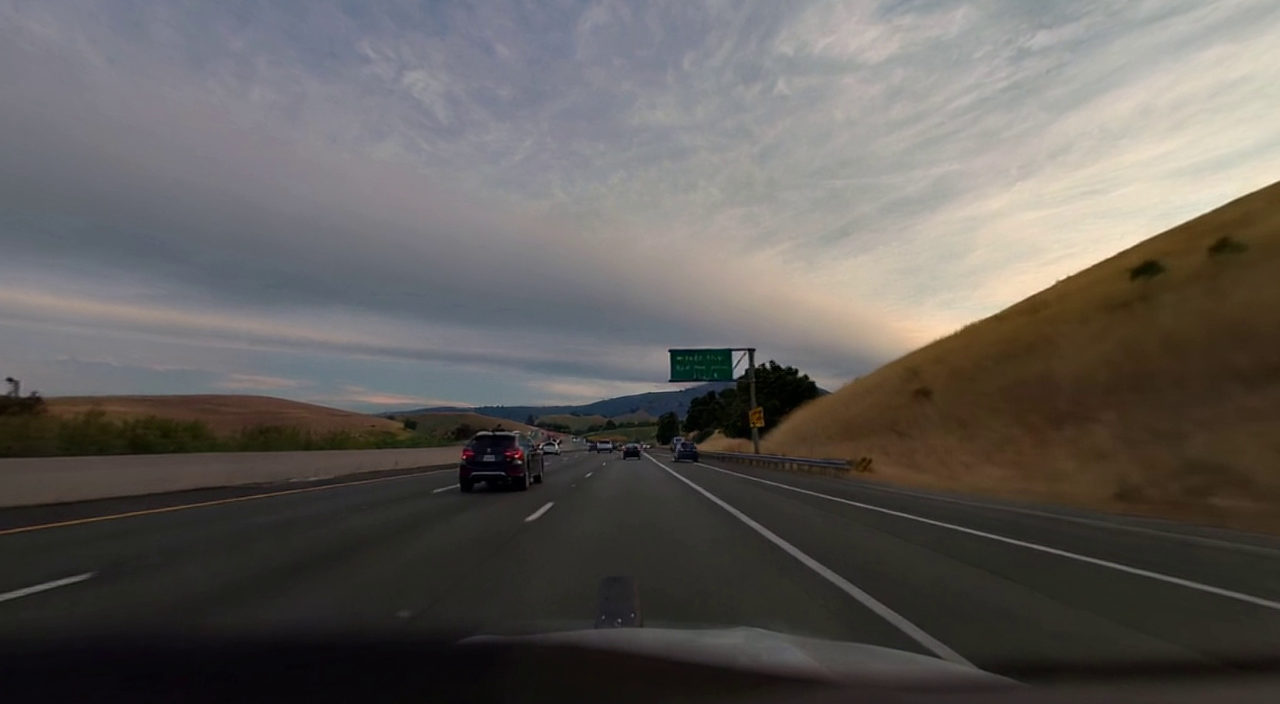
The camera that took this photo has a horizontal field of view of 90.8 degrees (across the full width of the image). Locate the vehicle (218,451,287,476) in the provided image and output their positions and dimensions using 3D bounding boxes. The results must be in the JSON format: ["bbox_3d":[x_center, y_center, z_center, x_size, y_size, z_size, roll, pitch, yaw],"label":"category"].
[{"bbox_3d":[-25.507,7.339,41.796,1.761,1.453,4.415,0,-8,1],"label":"vehicle"}]

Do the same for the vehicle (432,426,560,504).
[{"bbox_3d":[-3.478,2.846,16.303,2.166,1.700,4.661,0,-8,0],"label":"vehicle"}]

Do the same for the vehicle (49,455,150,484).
[{"bbox_3d":[-30.342,6.570,35.654,1.904,1.463,4.422,0,-8,-2],"label":"vehicle"}]

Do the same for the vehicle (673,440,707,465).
[{"bbox_3d":[3.787,7.773,49.028,2.164,1.788,4.500,0,-8,-1],"label":"vehicle"}]

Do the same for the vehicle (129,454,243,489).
[{"bbox_3d":[-21.771,5.712,30.602,2.019,1.496,4.681,0,-8,1],"label":"vehicle"}]
